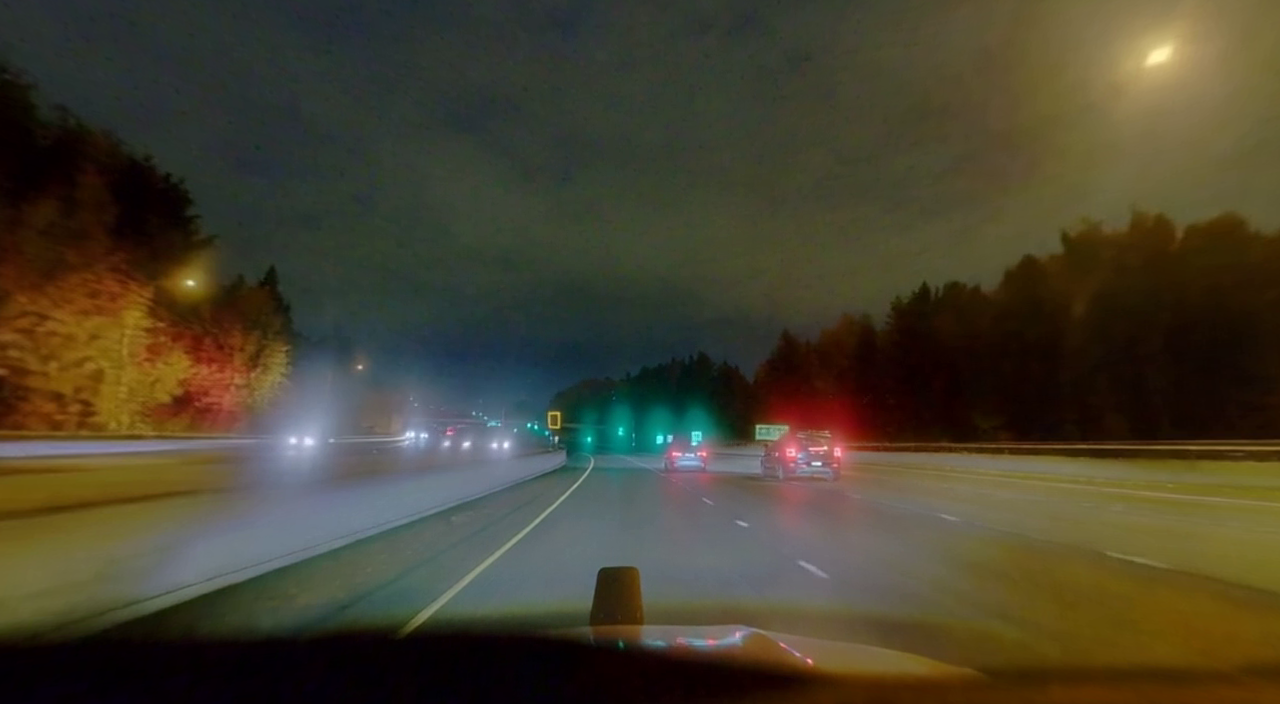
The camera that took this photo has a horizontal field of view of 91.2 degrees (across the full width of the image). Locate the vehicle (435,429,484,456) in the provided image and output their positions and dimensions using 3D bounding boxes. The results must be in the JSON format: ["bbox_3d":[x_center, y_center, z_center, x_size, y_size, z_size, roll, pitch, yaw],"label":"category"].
[{"bbox_3d":[-10.670,5.391,37.235,1.812,1.479,3.751,0,-9,-1],"label":"vehicle"}]

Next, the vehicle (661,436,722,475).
[{"bbox_3d":[2.305,4.801,29.173,2.337,1.633,4.222,0,-9,-2],"label":"vehicle"}]
